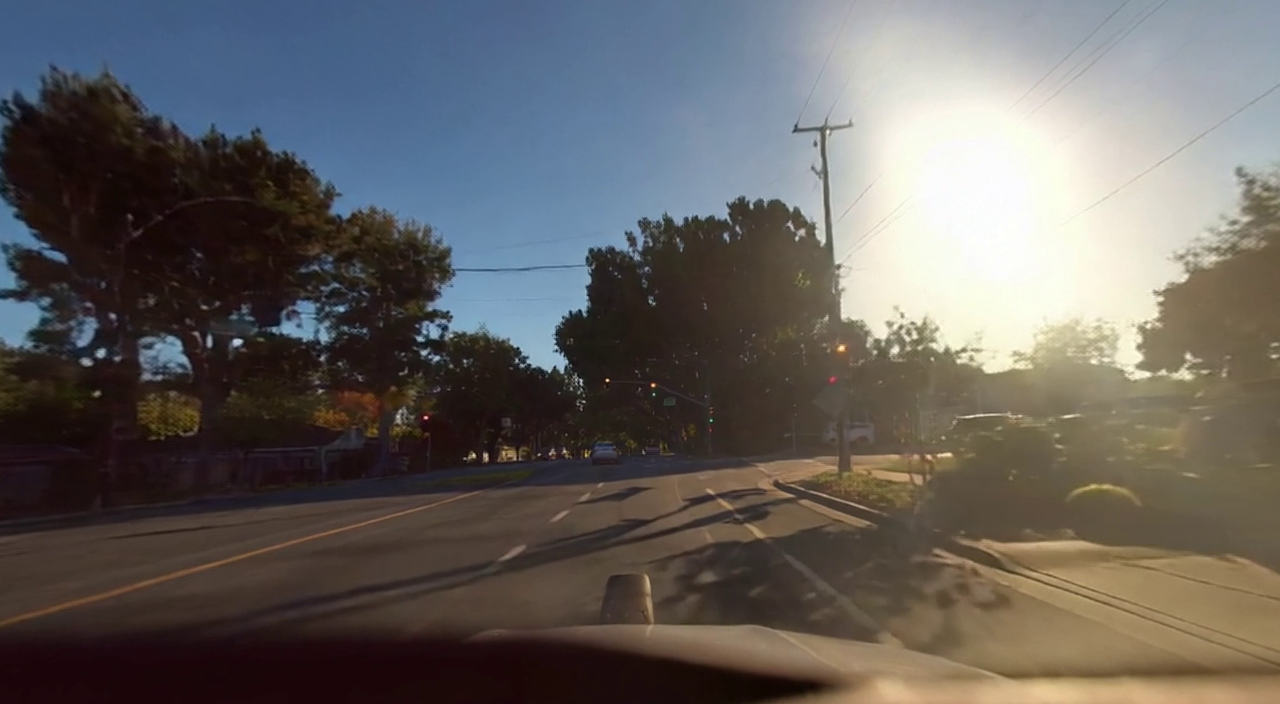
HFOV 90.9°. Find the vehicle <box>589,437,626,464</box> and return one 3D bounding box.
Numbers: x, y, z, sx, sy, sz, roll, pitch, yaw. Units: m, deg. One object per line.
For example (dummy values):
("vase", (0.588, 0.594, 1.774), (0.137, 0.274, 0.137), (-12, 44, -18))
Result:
("vehicle", (-2.100, 6.518, 41.773), (2.084, 1.701, 4.734), (0, -8, 1))

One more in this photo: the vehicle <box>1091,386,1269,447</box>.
("vehicle", (28.528, 3.463, 33.505), (7.116, 3.077, 2.655), (0, -8, -4))

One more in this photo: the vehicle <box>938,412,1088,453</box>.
("vehicle", (19.102, 4.169, 32.455), (6.313, 2.043, 2.272), (0, -8, -3))

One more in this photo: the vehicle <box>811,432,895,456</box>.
("vehicle", (13.639, 5.921, 40.535), (4.665, 1.498, 1.866), (0, -8, -3))
